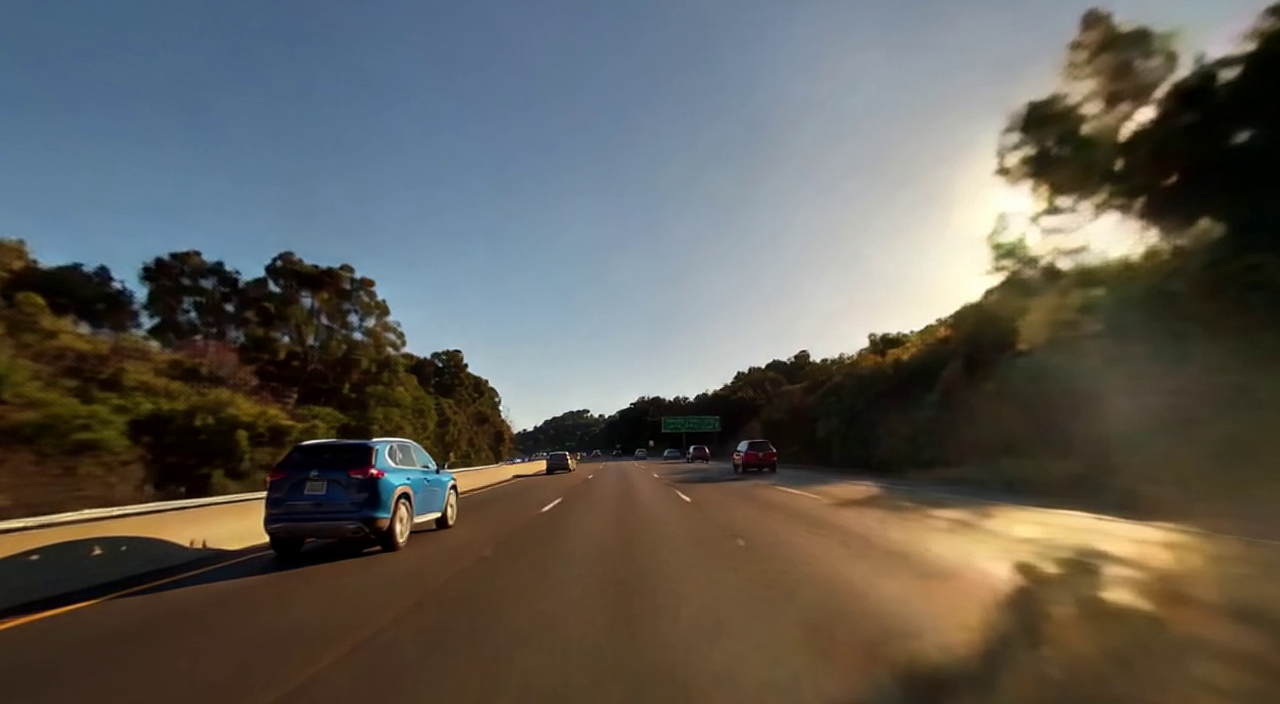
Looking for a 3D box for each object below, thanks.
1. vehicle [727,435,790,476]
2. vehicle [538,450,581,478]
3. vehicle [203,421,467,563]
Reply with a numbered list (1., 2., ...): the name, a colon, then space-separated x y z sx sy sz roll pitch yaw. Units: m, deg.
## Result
1. vehicle: 6.526 5.798 35.488 2.378 2.096 5.119 0 -9 -2
2. vehicle: -4.510 6.337 35.949 2.009 1.488 4.289 0 -9 -2
3. vehicle: -4.414 2.089 10.078 2.079 1.745 4.281 0 -9 -1
